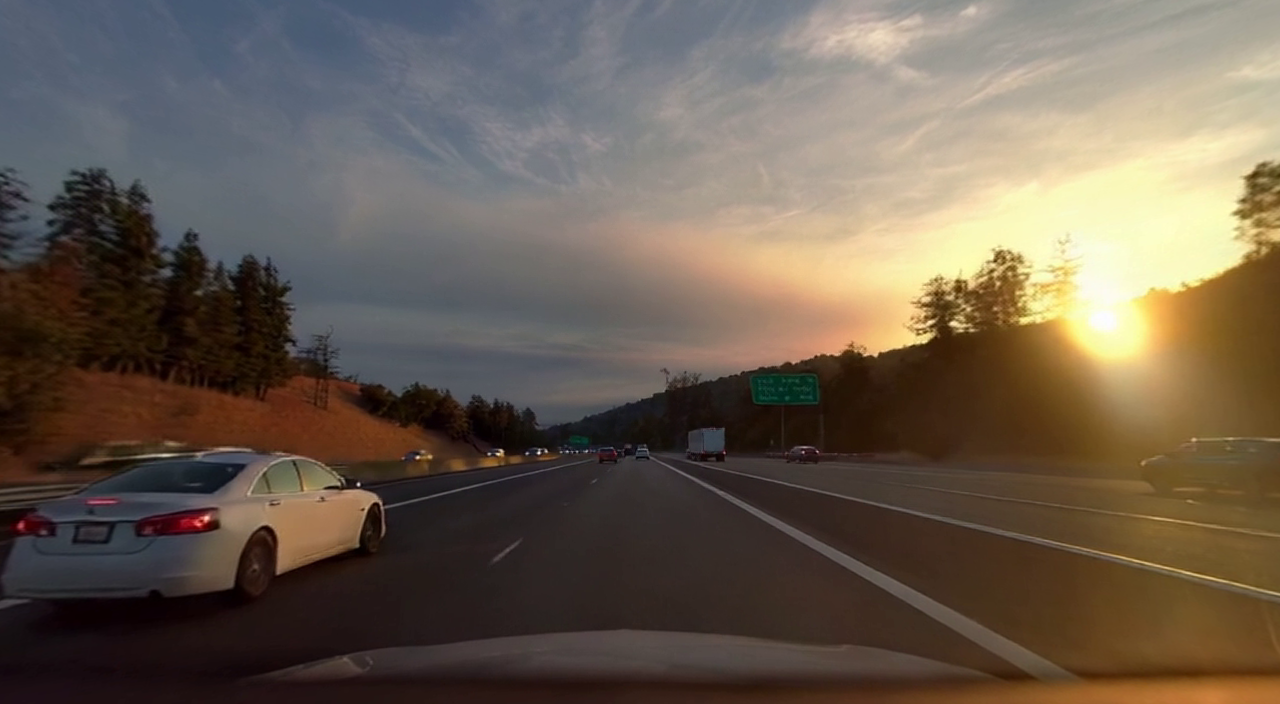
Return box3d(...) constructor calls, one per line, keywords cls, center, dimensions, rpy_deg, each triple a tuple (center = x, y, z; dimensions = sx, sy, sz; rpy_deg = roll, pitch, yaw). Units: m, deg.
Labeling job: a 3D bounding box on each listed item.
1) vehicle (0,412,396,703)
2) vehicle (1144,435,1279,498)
box3d(cls="vehicle", center=(-3.986, 1.456, 5.550), dimensions=(1.988, 1.585, 4.215), rpy_deg=(0, -9, 0))
box3d(cls="vehicle", center=(18.678, 3.444, 19.173), dimensions=(1.973, 1.766, 4.726), rpy_deg=(3, -10, -21))
